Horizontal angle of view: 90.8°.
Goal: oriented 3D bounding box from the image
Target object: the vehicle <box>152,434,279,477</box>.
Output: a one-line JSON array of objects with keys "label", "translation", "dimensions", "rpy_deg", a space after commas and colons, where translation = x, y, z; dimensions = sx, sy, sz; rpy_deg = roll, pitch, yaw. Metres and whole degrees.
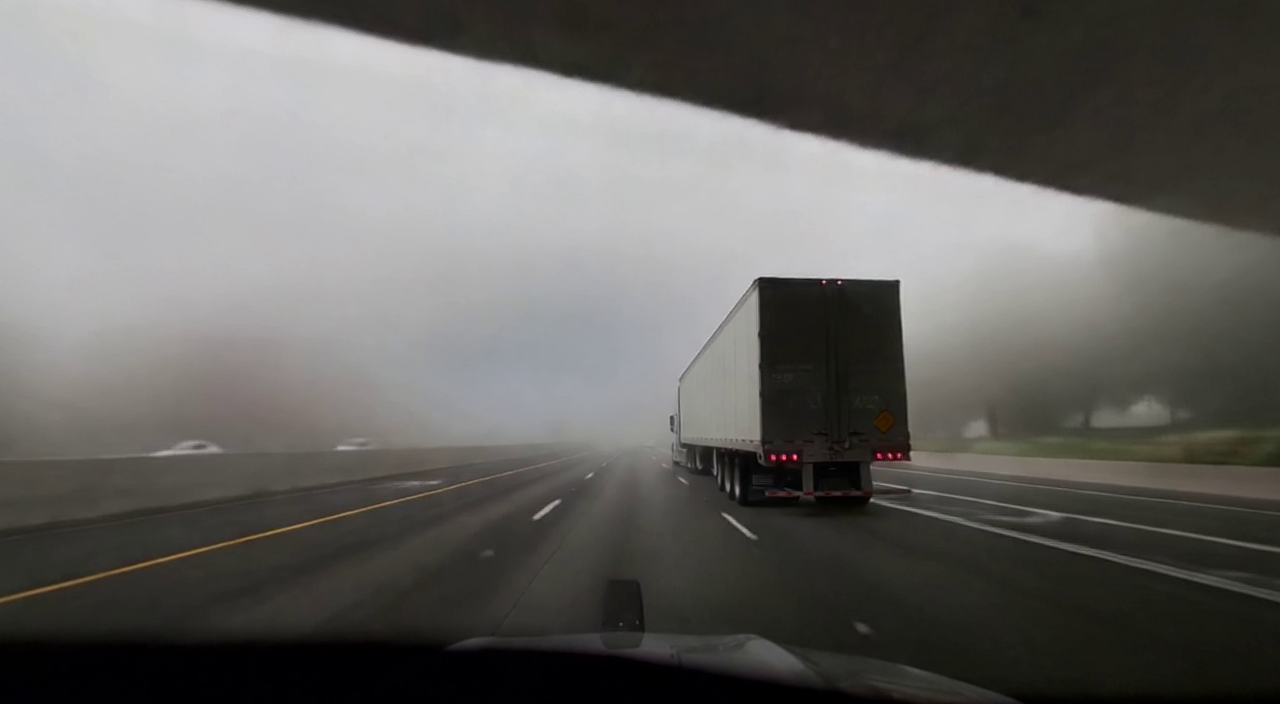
[{"label": "vehicle", "translation": [-29.732, 7.305, 44.920], "dimensions": [2.819, 2.709, 9.047], "rpy_deg": [0, -9, -1]}]

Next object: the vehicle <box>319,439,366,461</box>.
[{"label": "vehicle", "translation": [-21.806, 7.188, 46.380], "dimensions": [1.647, 1.481, 3.671], "rpy_deg": [0, -9, 0]}]

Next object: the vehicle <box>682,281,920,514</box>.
[{"label": "vehicle", "translation": [3.371, 2.010, 19.389], "dimensions": [2.743, 4.160, 16.408], "rpy_deg": [0, -9, -1]}]
